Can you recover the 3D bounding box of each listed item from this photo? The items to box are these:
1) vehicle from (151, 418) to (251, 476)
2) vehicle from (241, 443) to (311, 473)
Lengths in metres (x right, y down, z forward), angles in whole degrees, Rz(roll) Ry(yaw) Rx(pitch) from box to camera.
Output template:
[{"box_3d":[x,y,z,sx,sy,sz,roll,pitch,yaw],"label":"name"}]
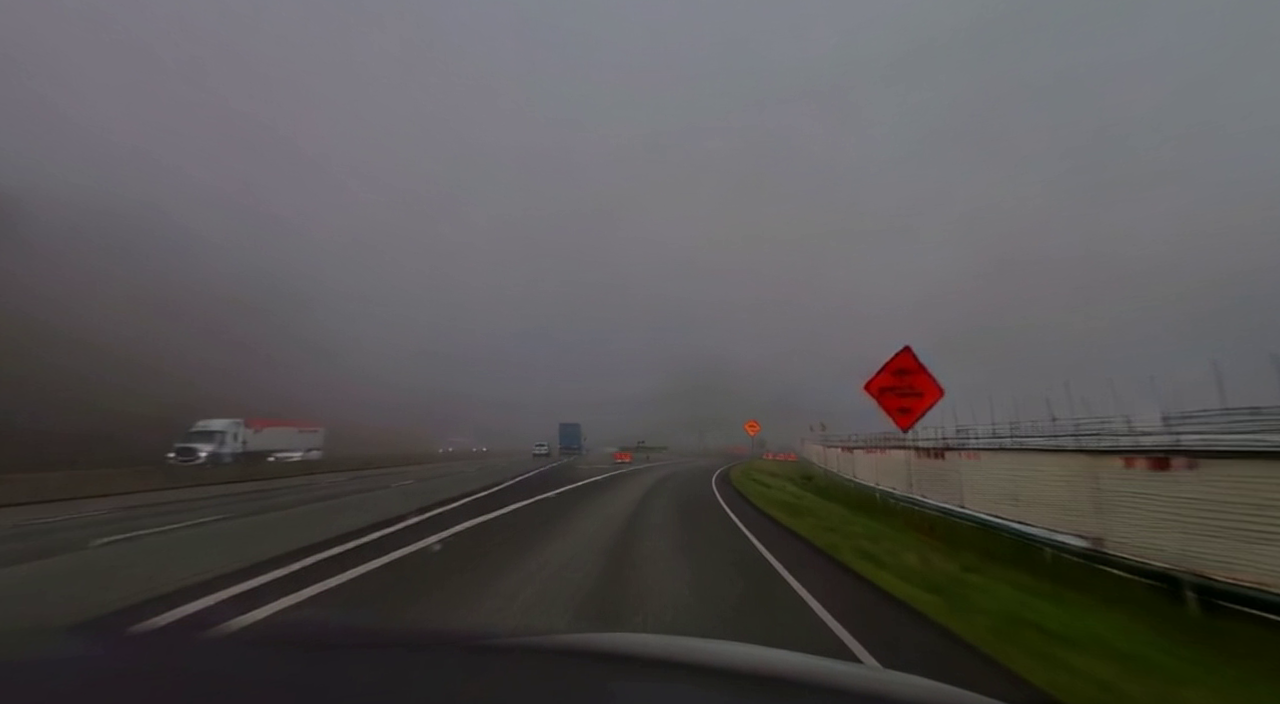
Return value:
[{"box_3d":[-31.539,6.899,45.624,2.949,3.867,5.938,0,-9,-3],"label":"vehicle"},{"box_3d":[-28.089,8.211,48.936,2.224,2.164,5.797,0,-9,-3],"label":"vehicle"}]
